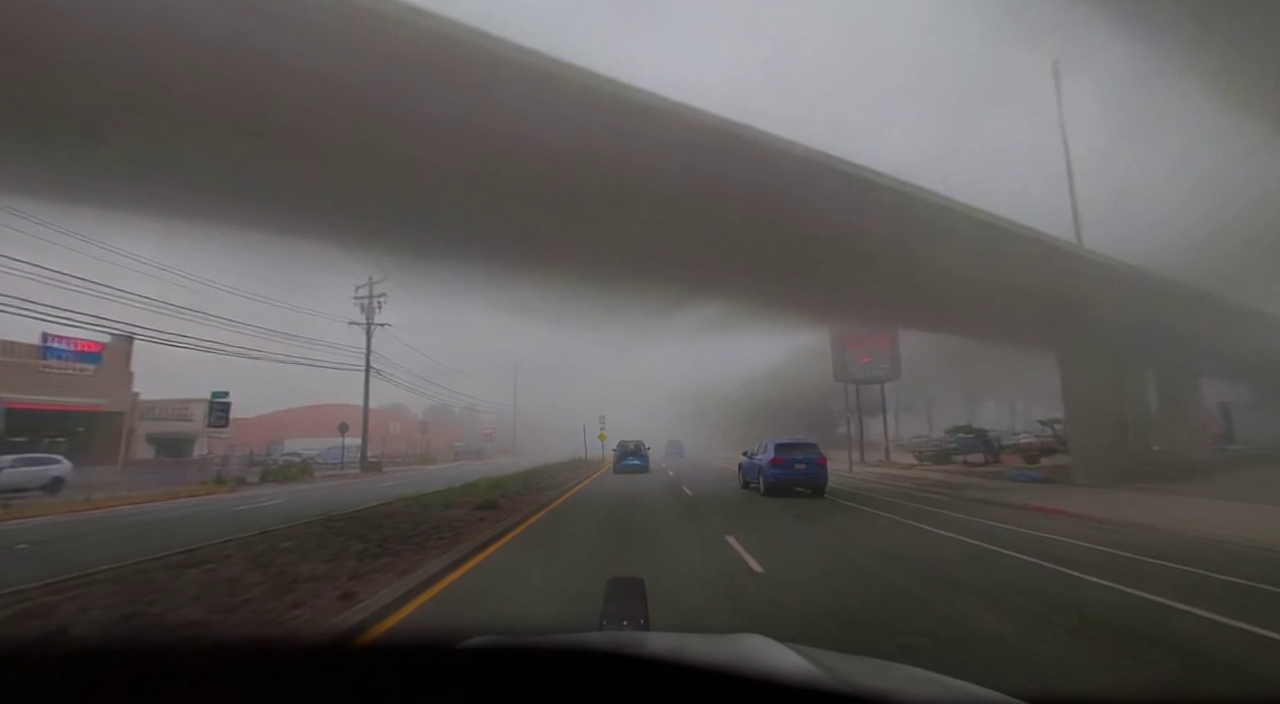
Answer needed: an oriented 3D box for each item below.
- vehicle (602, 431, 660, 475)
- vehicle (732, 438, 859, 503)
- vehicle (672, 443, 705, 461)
[{"bbox_3d":[-0.384,4.618,29.014,2.441,1.813,4.581,0,-8,0],"label":"vehicle"},{"bbox_3d":[3.897,3.042,16.700,1.954,1.479,4.557,0,-8,-3],"label":"vehicle"},{"bbox_3d":[3.724,7.804,49.349,2.126,1.375,4.241,0,-8,-2],"label":"vehicle"}]
